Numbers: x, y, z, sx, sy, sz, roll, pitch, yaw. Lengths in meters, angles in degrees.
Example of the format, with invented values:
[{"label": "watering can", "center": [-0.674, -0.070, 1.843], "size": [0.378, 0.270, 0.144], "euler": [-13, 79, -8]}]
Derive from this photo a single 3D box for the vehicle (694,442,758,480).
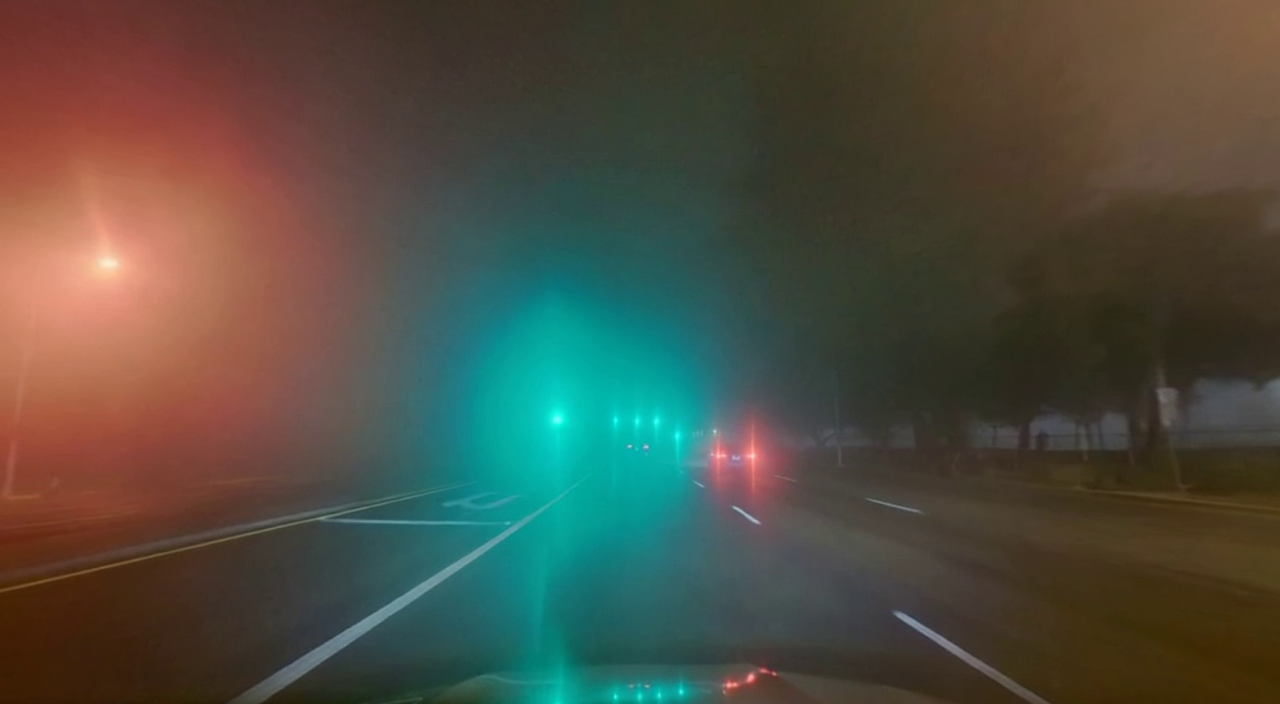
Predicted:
[{"label": "vehicle", "center": [3.560, 4.585, 26.950], "size": [1.948, 1.479, 4.620], "euler": [0, -8, -2]}]
